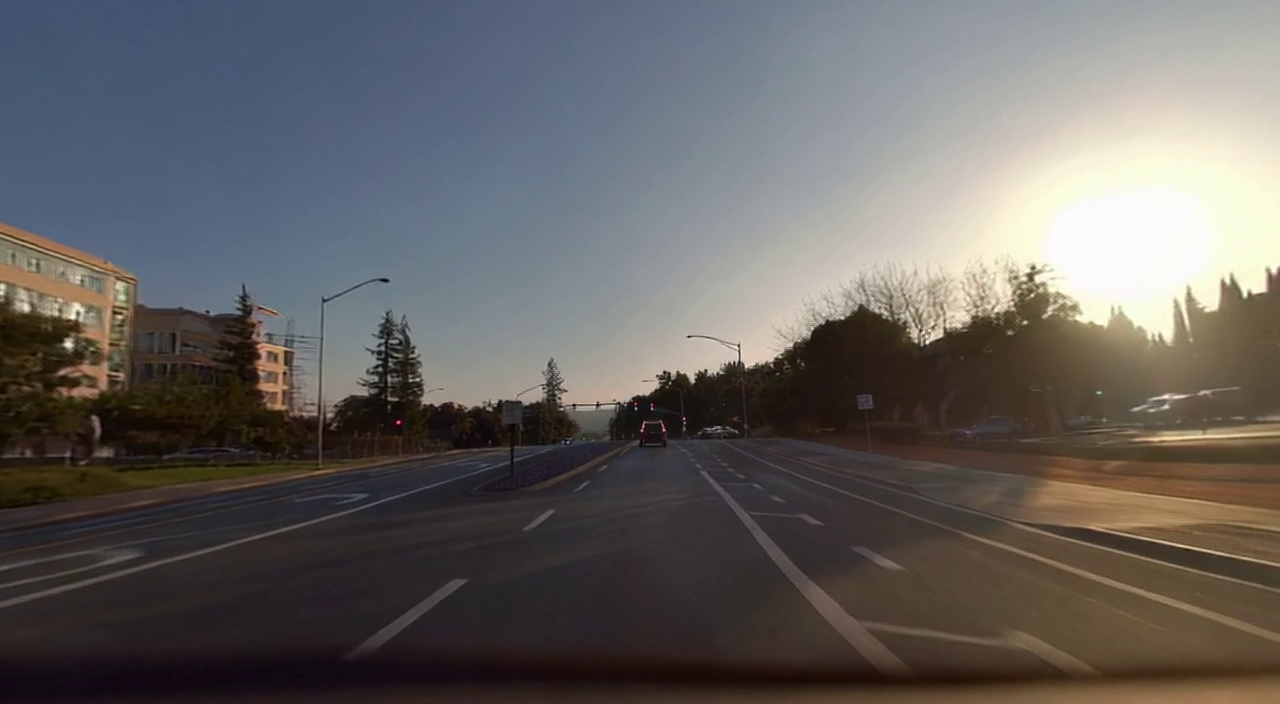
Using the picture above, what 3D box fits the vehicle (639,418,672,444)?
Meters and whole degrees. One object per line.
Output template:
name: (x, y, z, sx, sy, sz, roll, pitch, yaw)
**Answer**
vehicle: (1.157, 6.217, 49.258, 2.371, 1.926, 5.099, 0, -8, 0)
